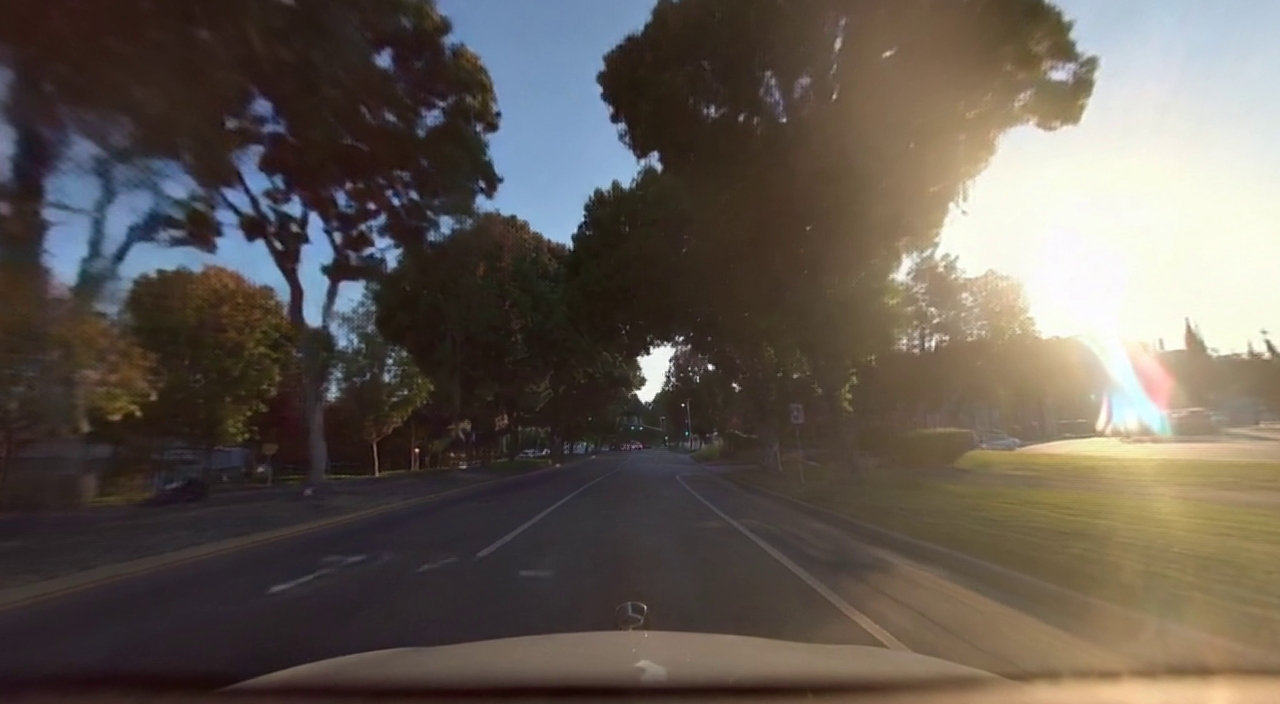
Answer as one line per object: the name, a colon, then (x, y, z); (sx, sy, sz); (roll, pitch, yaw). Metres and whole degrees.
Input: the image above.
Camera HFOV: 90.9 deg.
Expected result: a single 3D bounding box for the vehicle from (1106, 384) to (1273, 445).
vehicle: (41.687, 4.874, 48.318); (8.935, 3.546, 2.885); (-13, -10, 37)
